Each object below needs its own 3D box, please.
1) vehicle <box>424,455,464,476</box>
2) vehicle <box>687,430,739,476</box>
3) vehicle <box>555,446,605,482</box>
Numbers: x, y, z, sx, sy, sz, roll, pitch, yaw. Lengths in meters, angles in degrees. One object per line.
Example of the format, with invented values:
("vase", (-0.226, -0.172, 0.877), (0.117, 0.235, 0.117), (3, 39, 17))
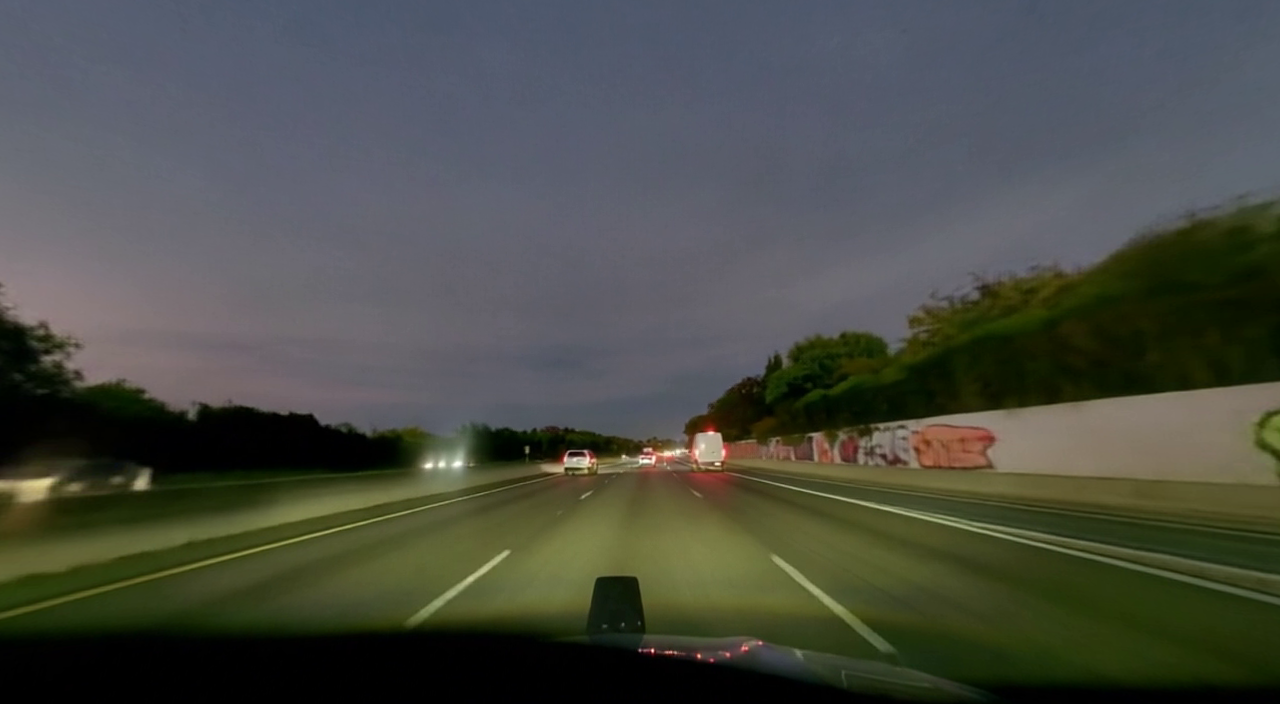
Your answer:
("vehicle", (-15.305, 8.854, 49.325), (1.830, 1.557, 3.942), (0, -9, 1))
("vehicle", (4.354, 6.167, 38.682), (2.469, 2.591, 5.653), (0, -9, 0))
("vehicle", (-2.819, 5.390, 30.621), (1.964, 1.618, 4.489), (0, -9, 1))
